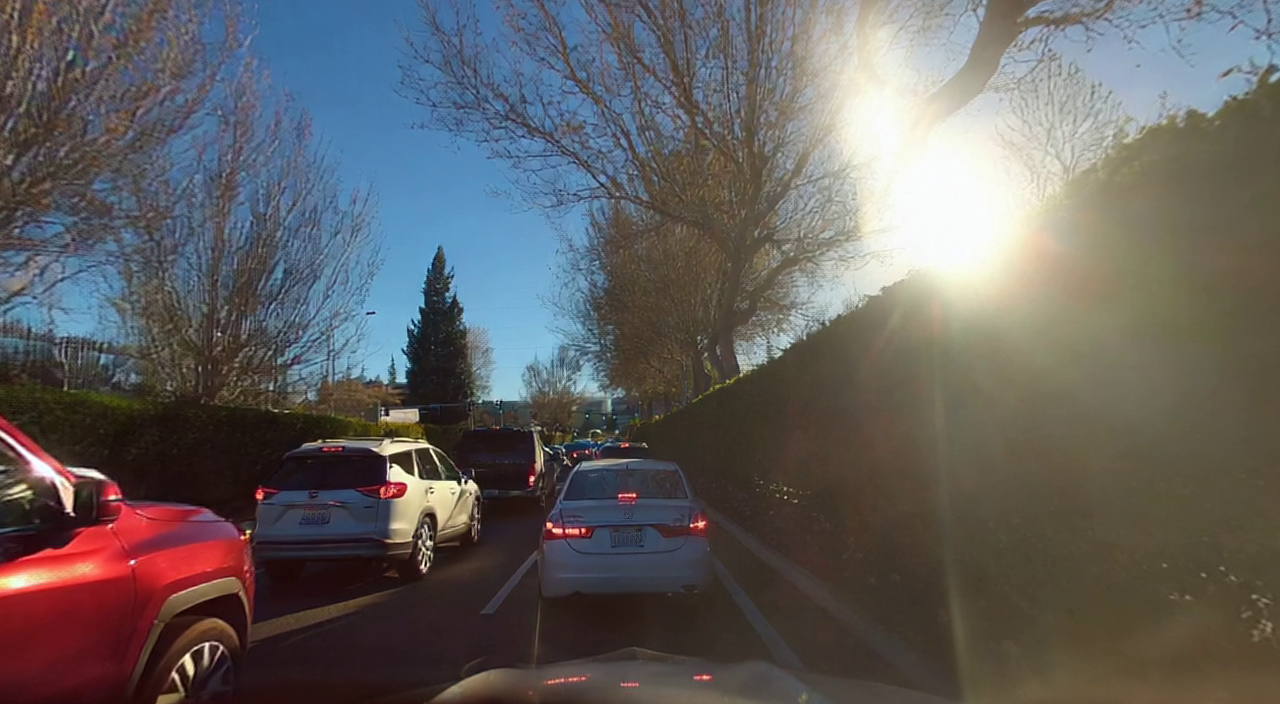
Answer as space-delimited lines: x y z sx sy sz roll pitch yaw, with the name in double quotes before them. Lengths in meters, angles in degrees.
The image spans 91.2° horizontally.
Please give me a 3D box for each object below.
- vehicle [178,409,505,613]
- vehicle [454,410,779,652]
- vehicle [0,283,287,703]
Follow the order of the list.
"vehicle" -3.416 1.860 8.331 2.256 1.728 4.421 -6 -8 -2
"vehicle" -0.177 1.503 6.244 2.154 1.581 4.007 0 -9 -1
"vehicle" -3.285 0.682 1.263 2.205 1.913 5.327 -6 -8 -2
